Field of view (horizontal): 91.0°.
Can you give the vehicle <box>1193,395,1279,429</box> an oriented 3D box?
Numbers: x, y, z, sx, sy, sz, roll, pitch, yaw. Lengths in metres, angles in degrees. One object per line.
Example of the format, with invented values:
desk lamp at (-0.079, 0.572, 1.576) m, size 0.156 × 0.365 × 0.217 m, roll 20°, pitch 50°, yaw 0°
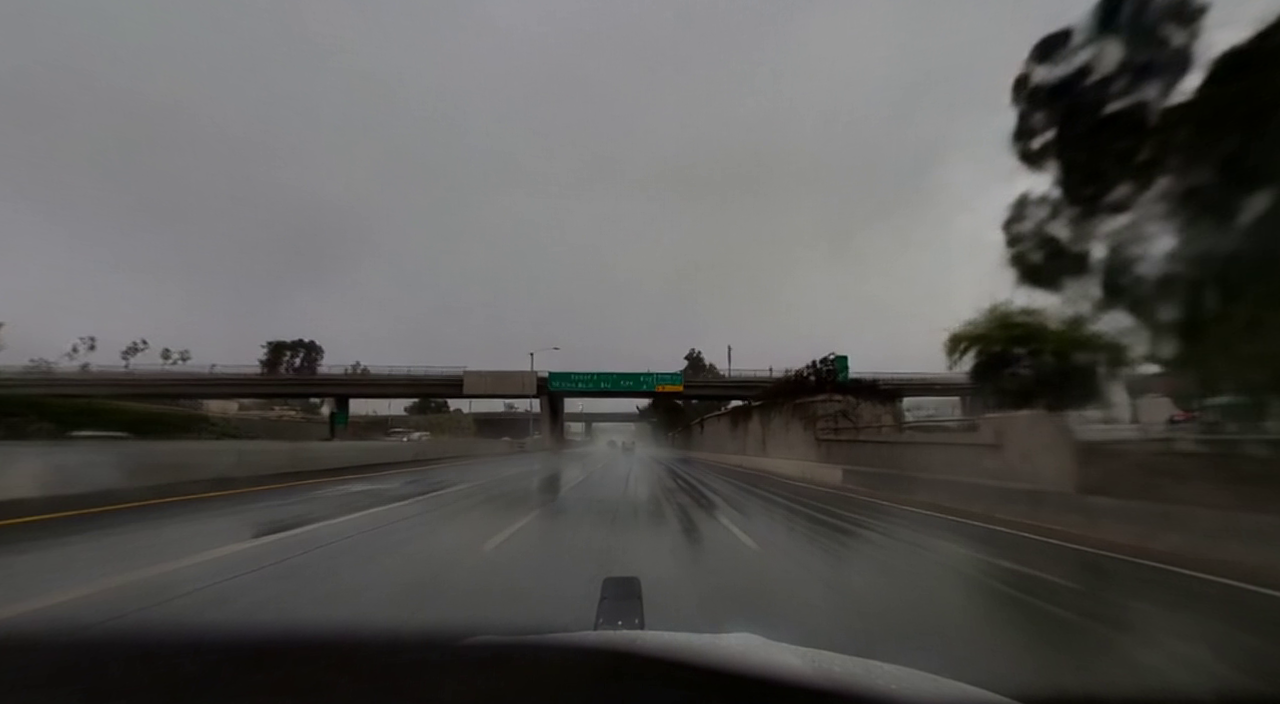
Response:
vehicle at (46.426, 4.740, 48.734) m, size 2.307 × 2.263 × 6.123 m, roll -1°, pitch -9°, yaw 9°
